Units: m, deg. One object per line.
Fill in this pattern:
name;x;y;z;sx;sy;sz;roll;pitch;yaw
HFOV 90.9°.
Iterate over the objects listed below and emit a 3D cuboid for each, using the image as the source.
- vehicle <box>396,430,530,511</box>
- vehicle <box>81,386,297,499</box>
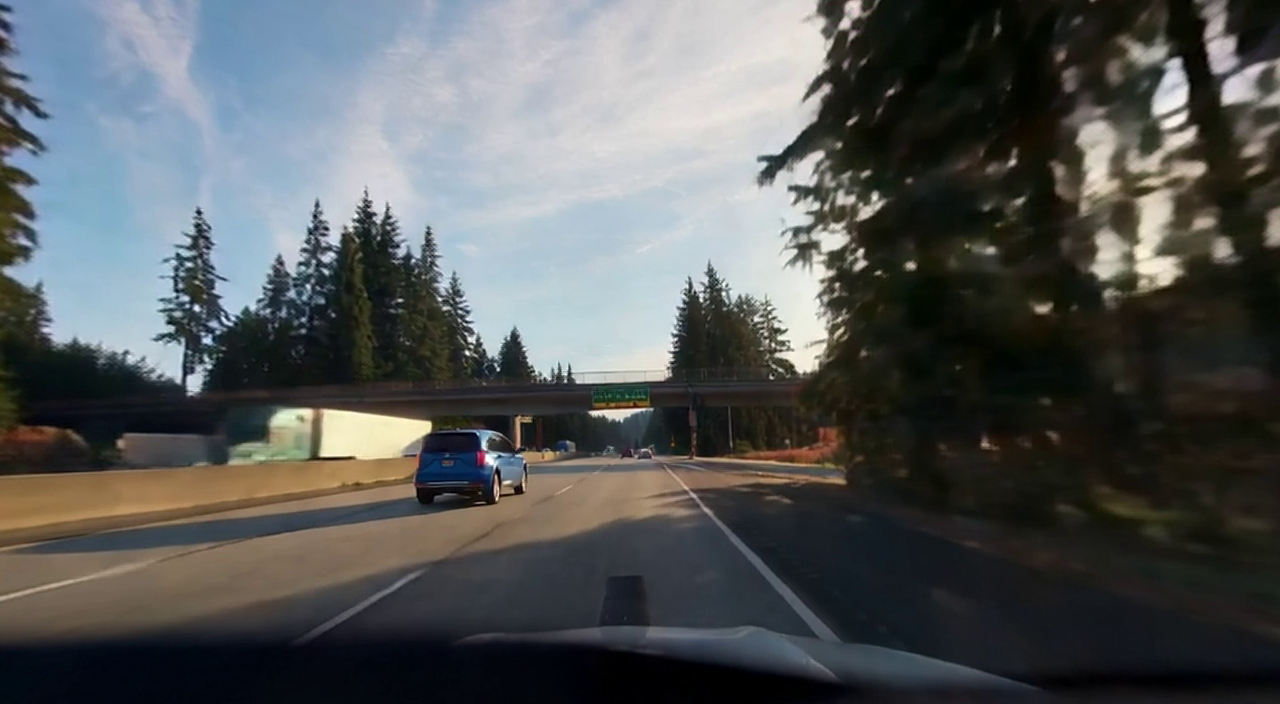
vehicle;-4.288;2.936;16.184;2.084;1.752;4.479;0;-8;1
vehicle;-18.161;3.791;26.409;3.027;3.973;7.954;0;-8;0
